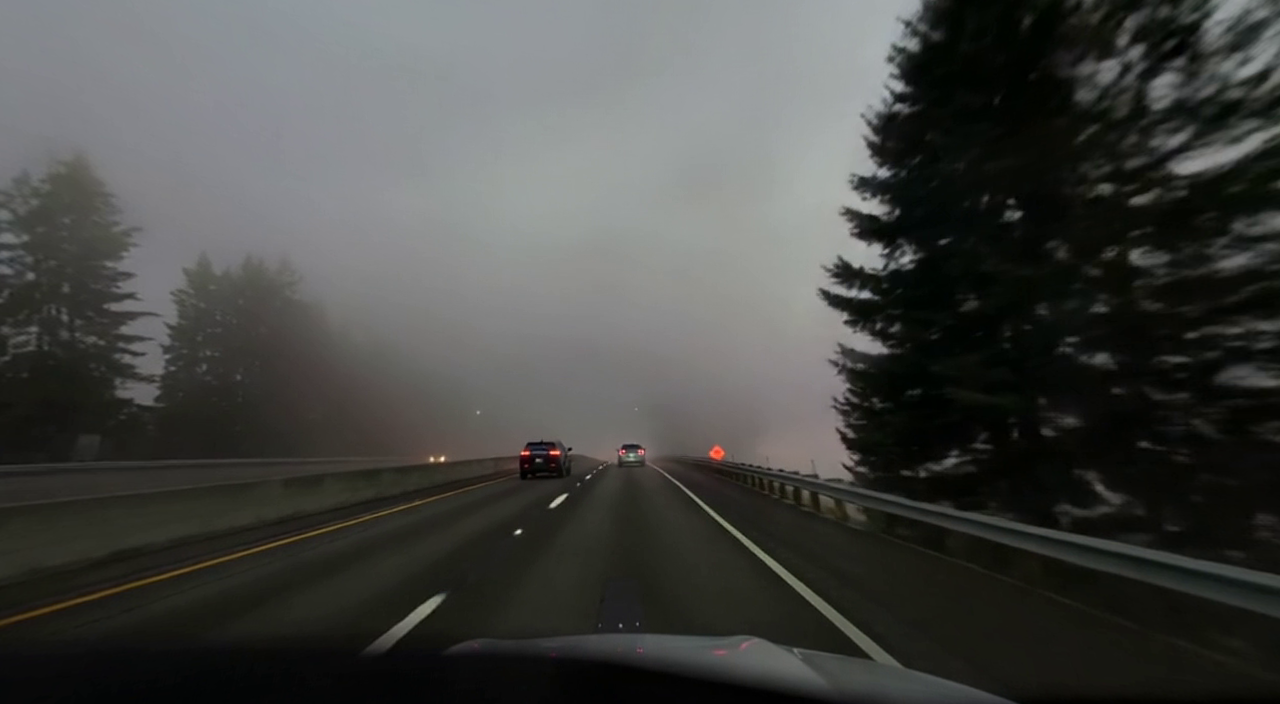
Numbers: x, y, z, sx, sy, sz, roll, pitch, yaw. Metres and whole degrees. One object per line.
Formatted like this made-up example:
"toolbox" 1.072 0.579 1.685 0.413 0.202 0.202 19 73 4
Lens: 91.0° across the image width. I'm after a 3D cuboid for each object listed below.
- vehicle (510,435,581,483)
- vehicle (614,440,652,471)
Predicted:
"vehicle" -3.745 4.324 25.776 2.130 1.741 4.665 0 -8 1
"vehicle" -0.421 6.096 37.239 2.130 1.684 3.826 0 -8 -1
